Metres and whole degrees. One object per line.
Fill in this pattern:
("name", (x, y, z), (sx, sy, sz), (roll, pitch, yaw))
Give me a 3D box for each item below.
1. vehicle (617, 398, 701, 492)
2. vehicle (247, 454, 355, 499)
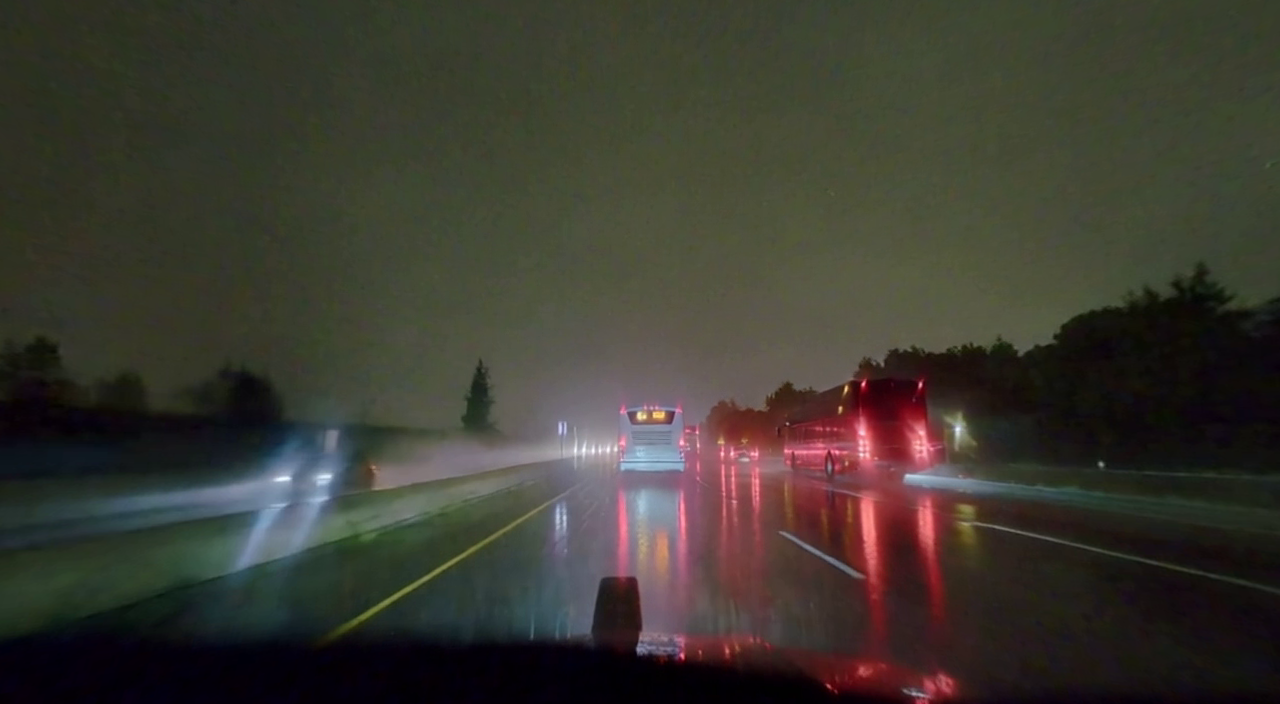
("vehicle", (0.451, 3.106, 20.916), (2.414, 2.675, 5.574), (0, -9, -2))
("vehicle", (-12.959, 4.751, 24.278), (1.878, 1.491, 4.103), (-1, -9, 0))
